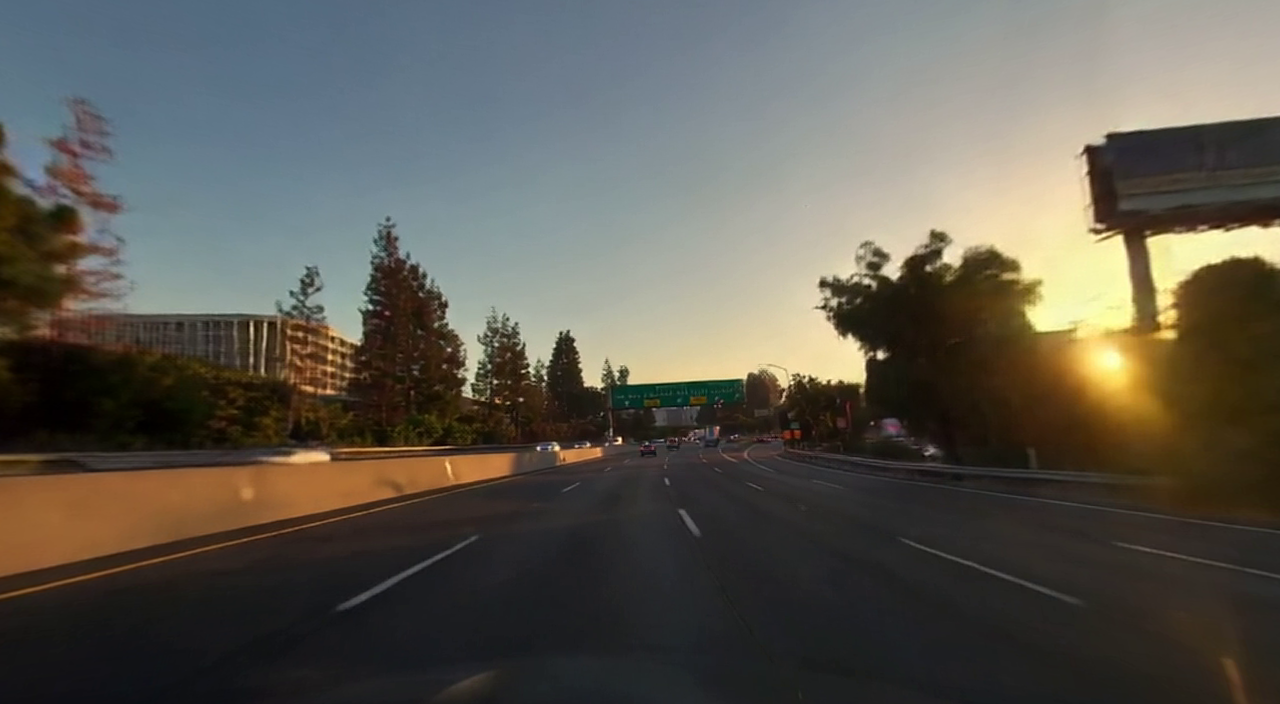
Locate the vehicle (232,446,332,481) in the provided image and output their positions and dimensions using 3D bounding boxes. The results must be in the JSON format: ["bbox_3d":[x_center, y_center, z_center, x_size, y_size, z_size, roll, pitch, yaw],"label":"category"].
[{"bbox_3d":[-15.827,4.928,28.217,1.807,1.418,4.486,0,-9,0],"label":"vehicle"}]
